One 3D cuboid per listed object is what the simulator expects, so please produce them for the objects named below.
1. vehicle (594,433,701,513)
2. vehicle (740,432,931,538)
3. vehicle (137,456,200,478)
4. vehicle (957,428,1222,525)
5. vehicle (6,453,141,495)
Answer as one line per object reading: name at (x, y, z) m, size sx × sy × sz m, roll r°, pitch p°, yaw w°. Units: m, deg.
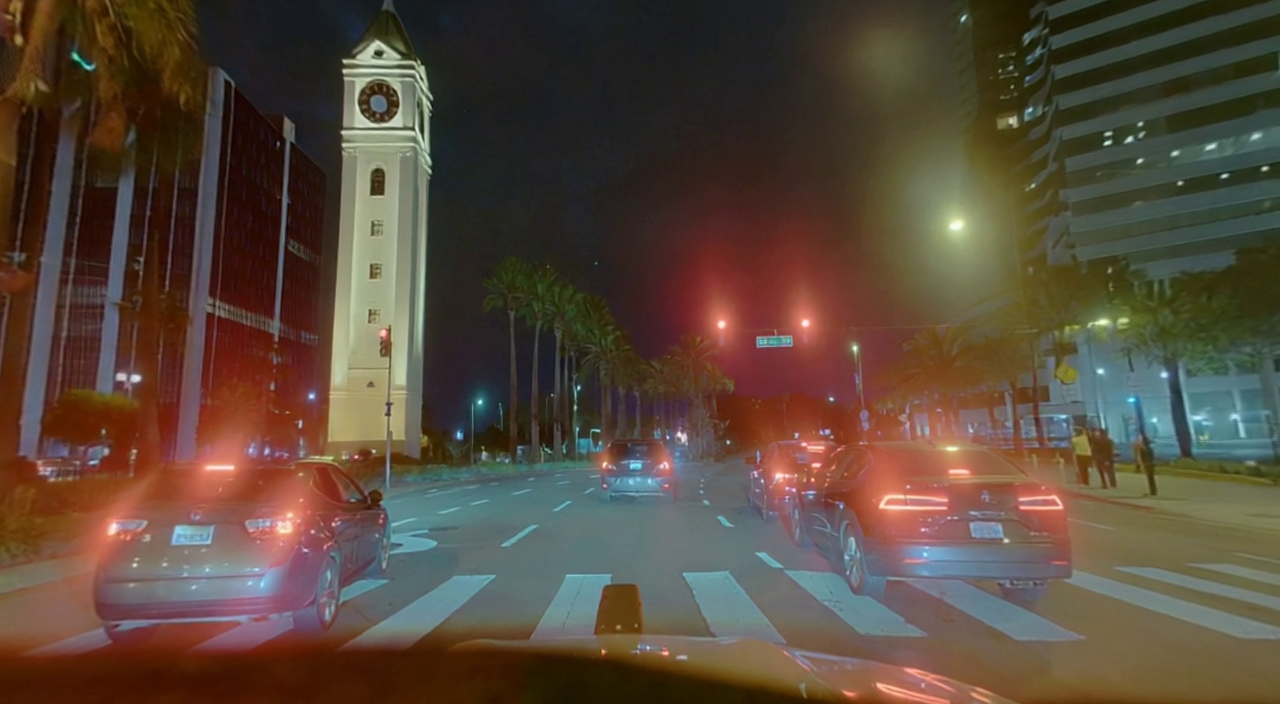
vehicle at (0.179, 2.606, 13.981) m, size 2.048 × 1.503 × 3.681 m, roll 0°, pitch -9°, yaw 1°
vehicle at (3.103, 2.206, 11.103) m, size 1.913 × 1.469 × 4.425 m, roll 0°, pitch -9°, yaw 0°
vehicle at (-36.702, 8.950, 49.148) m, size 1.700 × 1.527 × 4.445 m, roll 0°, pitch -9°, yaw -4°
vehicle at (8.173, 2.281, 12.086) m, size 1.859 × 1.508 × 4.259 m, roll 0°, pitch -9°, yaw -1°
vehicle at (-26.701, 5.722, 29.943) m, size 2.105 × 1.793 × 4.812 m, roll 0°, pitch -9°, yaw -4°
